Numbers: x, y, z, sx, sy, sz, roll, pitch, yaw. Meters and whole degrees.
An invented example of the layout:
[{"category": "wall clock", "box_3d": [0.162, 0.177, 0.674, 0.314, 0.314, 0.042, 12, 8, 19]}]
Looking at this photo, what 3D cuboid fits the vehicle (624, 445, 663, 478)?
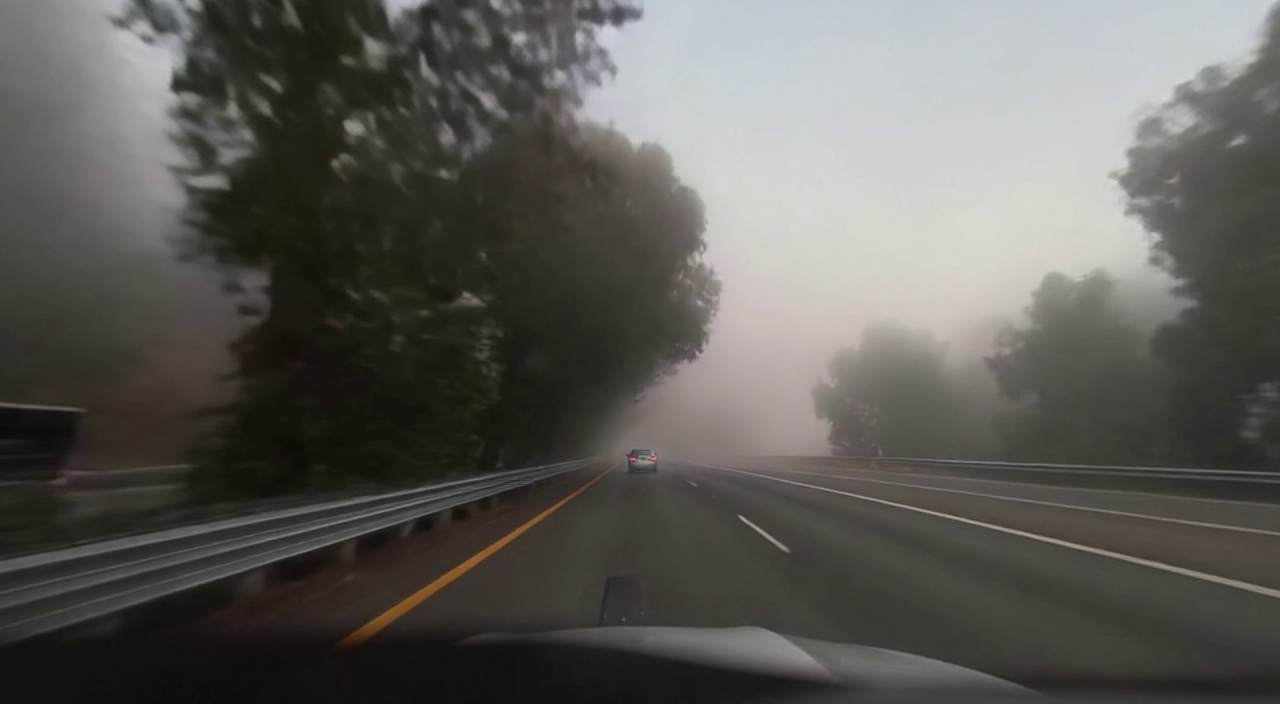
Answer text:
[{"category": "vehicle", "box_3d": [0.164, 5.885, 33.945, 1.987, 1.658, 3.620, 0, -9, -1]}]
